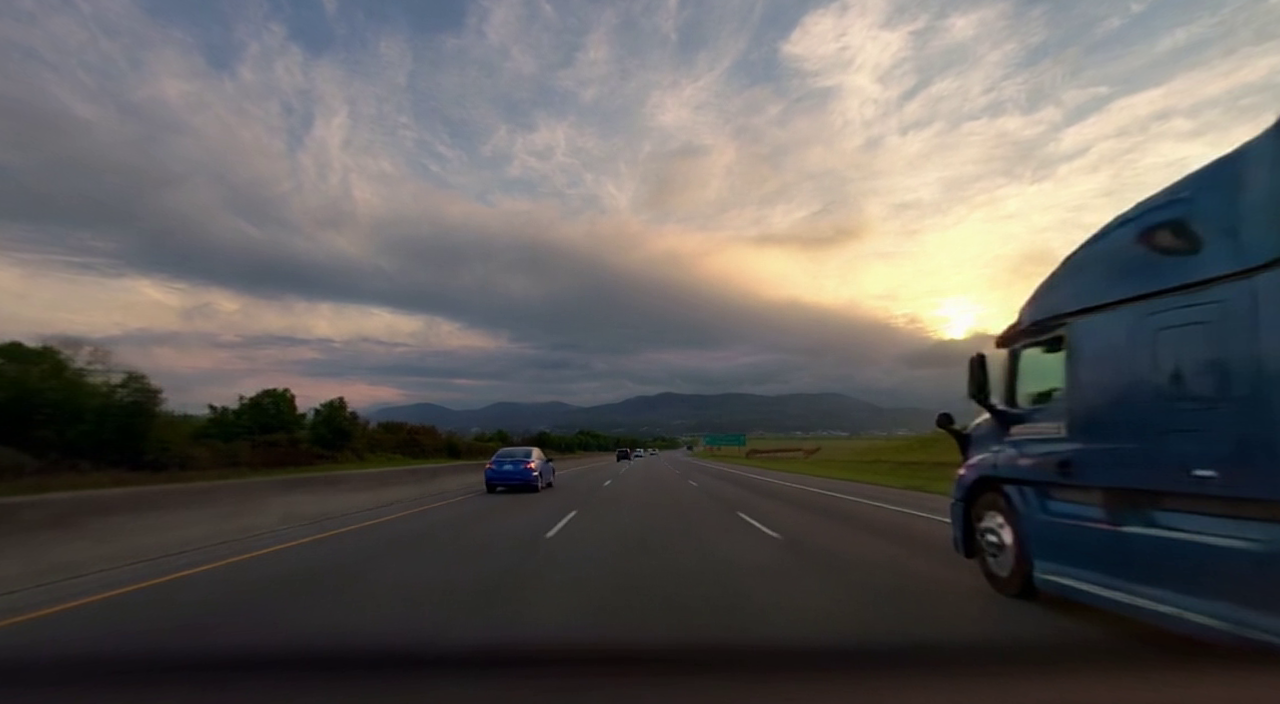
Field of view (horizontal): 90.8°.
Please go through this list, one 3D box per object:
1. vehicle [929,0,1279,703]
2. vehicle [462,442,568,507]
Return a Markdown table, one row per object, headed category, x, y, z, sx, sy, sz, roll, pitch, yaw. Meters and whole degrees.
| category | x | y | z | sx | sy | sz | roll | pitch | yaw |
| --- | --- | --- | --- | --- | --- | --- | --- | --- | --- |
| vehicle | 4.428 | -0.084 | 3.129 | 3.042 | 3.890 | 5.873 | 0 | -9 | 0 |
| vehicle | -3.250 | 3.268 | 17.343 | 1.945 | 1.537 | 4.294 | 0 | -9 | 1 |
